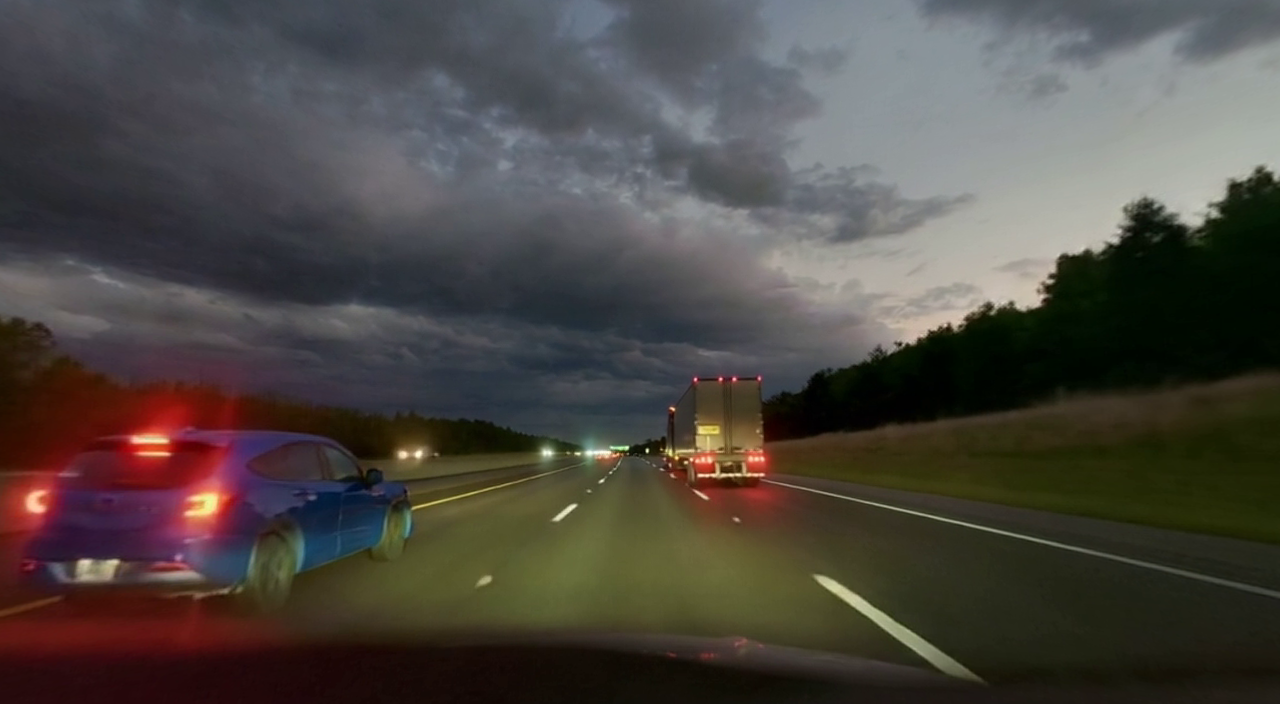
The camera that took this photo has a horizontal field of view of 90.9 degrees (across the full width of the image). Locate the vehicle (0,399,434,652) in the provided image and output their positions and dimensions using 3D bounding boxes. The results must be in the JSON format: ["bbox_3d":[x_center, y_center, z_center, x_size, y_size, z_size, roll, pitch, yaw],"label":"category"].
[{"bbox_3d":[-3.902,1.497,6.401,2.115,1.670,4.261,0,-9,1],"label":"vehicle"}]

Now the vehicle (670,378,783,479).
[{"bbox_3d":[4.029,4.592,35.349,3.532,4.201,17.611,0,-9,-1],"label":"vehicle"}]
